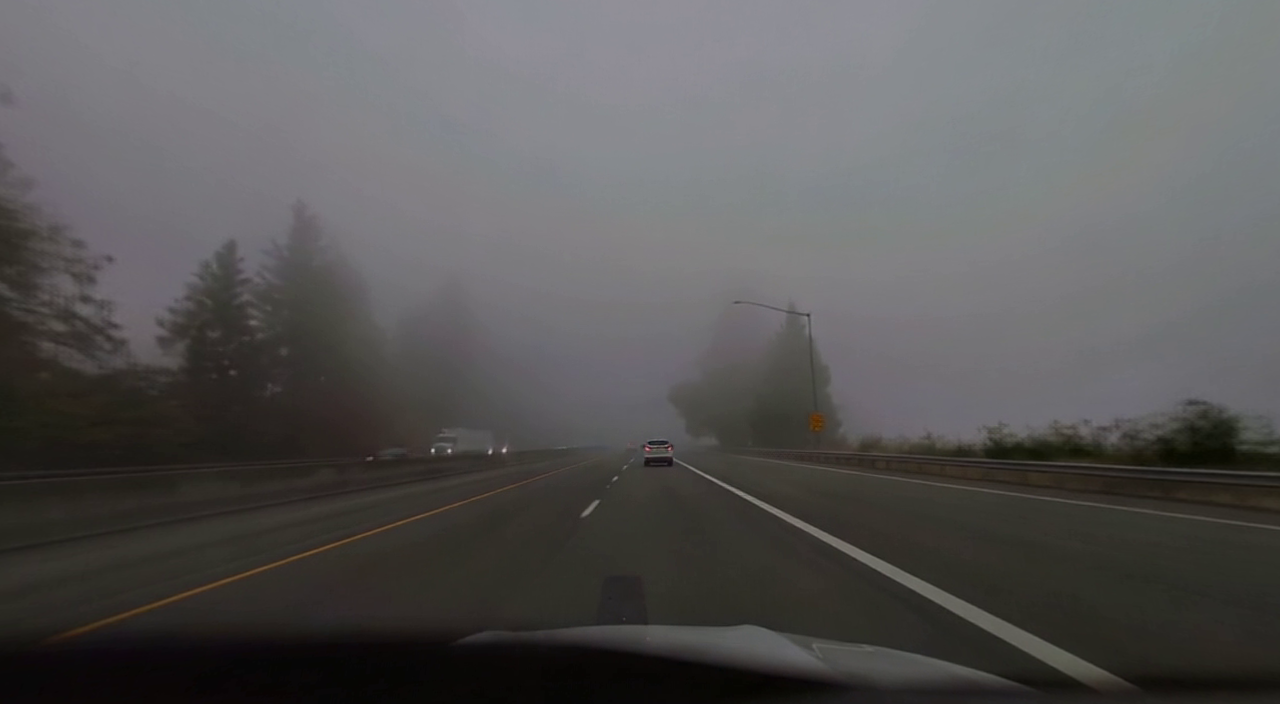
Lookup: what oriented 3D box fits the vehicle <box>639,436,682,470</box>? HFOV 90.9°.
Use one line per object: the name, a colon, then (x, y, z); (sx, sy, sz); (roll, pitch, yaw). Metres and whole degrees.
vehicle: (1.109, 5.676, 35.732); (2.260, 1.766, 4.348); (0, -8, 0)
